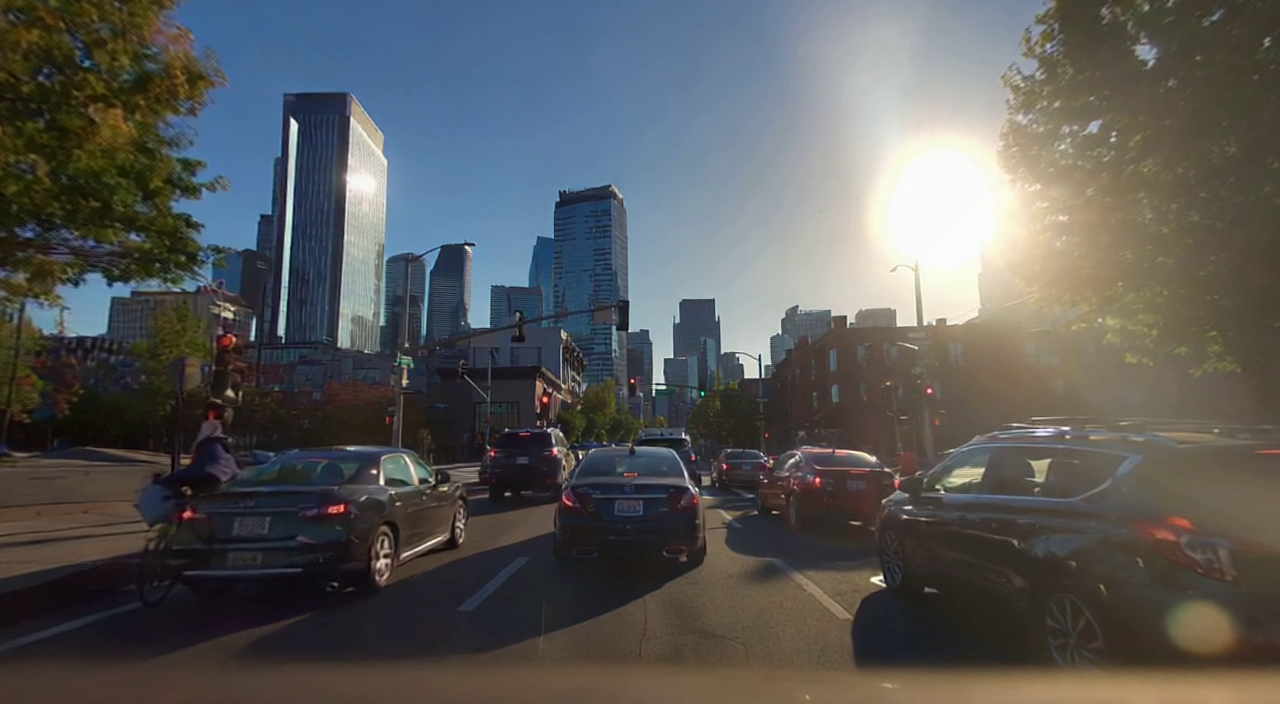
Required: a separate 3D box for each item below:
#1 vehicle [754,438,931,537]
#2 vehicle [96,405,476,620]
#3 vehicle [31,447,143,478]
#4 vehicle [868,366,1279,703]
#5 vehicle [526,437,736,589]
[{"bbox_3d":[3.594,2.461,12.199,1.973,1.537,4.533,0,-8,1],"label":"vehicle"},{"bbox_3d":[-3.501,1.646,7.488,2.046,1.744,4.407,0,-8,-2],"label":"vehicle"},{"bbox_3d":[-28.287,5.644,32.340,4.102,1.425,1.724,1,-9,3],"label":"vehicle"},{"bbox_3d":[3.361,1.145,4.081,2.179,1.631,4.173,0,-8,0],"label":"vehicle"},{"bbox_3d":[-0.078,1.845,8.056,2.031,1.461,3.763,0,-8,0],"label":"vehicle"}]
